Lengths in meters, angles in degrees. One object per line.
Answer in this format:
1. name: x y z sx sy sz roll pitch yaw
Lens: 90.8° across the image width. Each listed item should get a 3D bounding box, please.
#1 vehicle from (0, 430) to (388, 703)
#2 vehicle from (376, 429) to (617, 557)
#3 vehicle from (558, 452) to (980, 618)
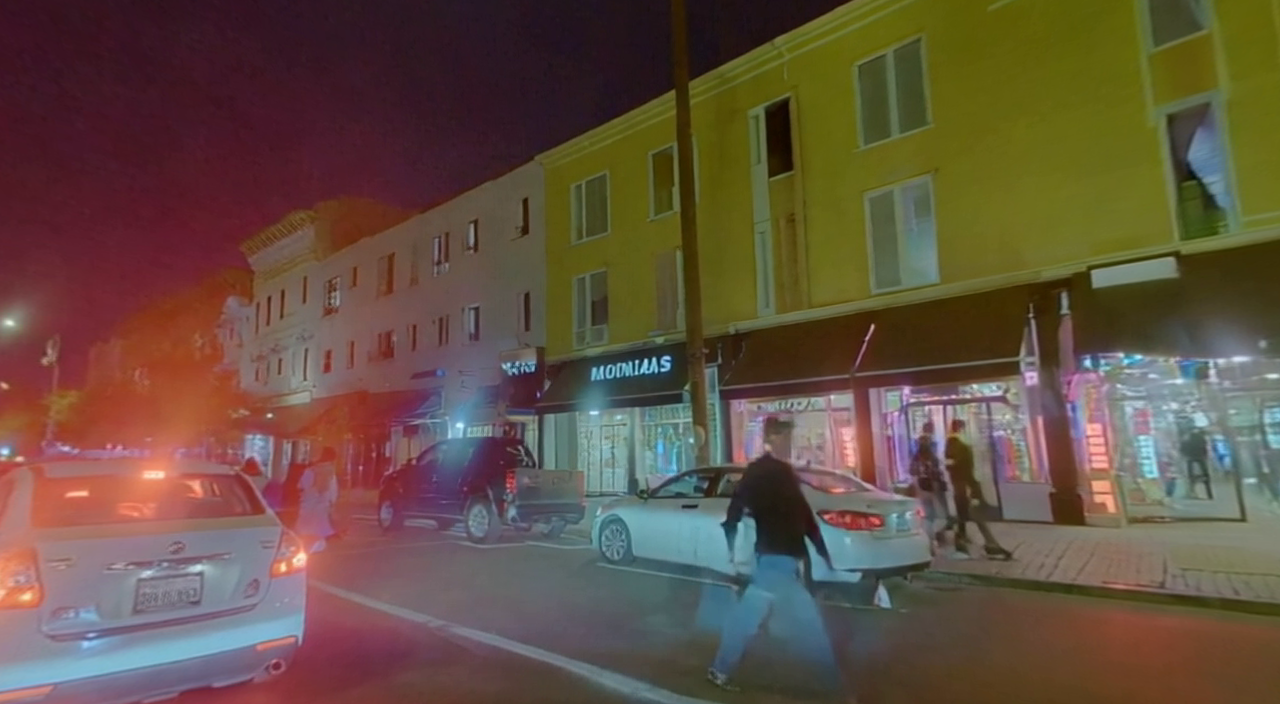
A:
1. vehicle: -3.650 1.310 4.255 4.330 1.458 1.932 -8 -12 43
2. vehicle: -2.733 2.394 11.495 4.580 1.853 1.862 -7 -11 40
3. vehicle: 1.321 1.993 7.919 4.830 1.421 1.826 -7 -11 39
